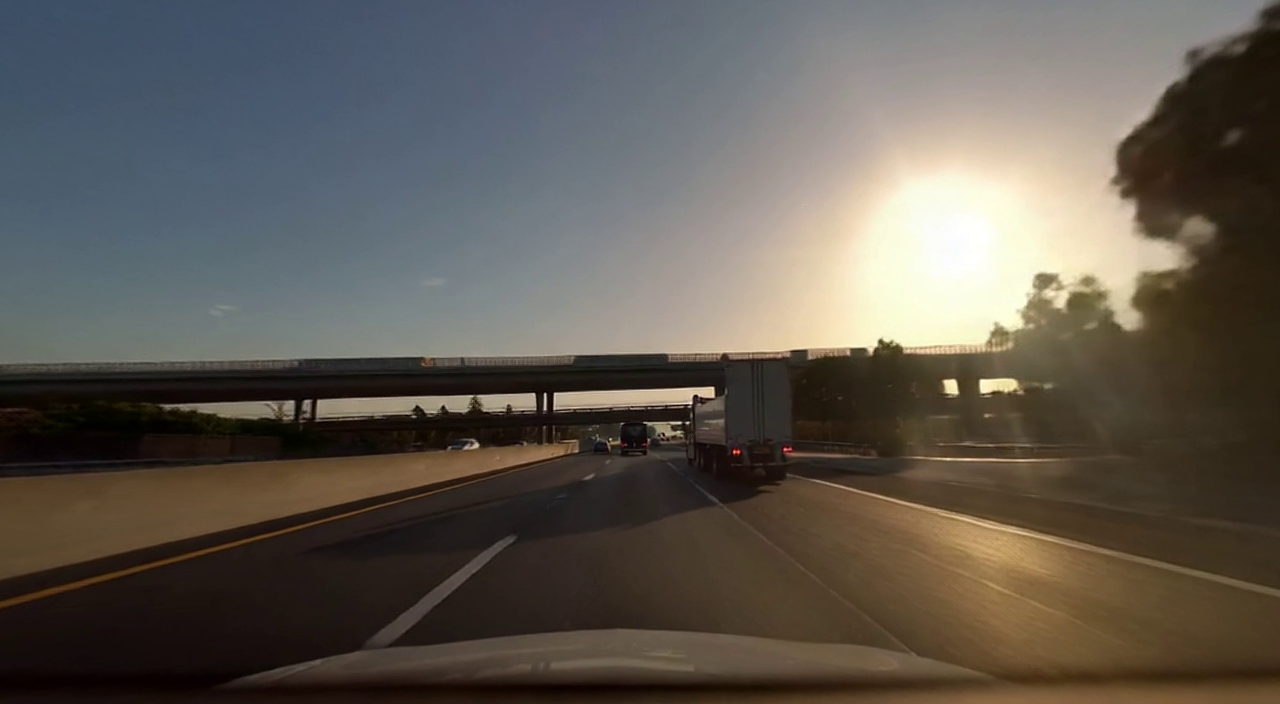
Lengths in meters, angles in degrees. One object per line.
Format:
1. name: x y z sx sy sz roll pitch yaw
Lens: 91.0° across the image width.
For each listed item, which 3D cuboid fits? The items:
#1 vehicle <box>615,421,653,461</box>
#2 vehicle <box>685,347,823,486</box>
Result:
1. vehicle: -0.401 6.304 44.787 2.481 2.618 6.314 0 -8 0
2. vehicle: 3.676 2.627 23.688 2.997 3.983 10.860 1 -8 -1
